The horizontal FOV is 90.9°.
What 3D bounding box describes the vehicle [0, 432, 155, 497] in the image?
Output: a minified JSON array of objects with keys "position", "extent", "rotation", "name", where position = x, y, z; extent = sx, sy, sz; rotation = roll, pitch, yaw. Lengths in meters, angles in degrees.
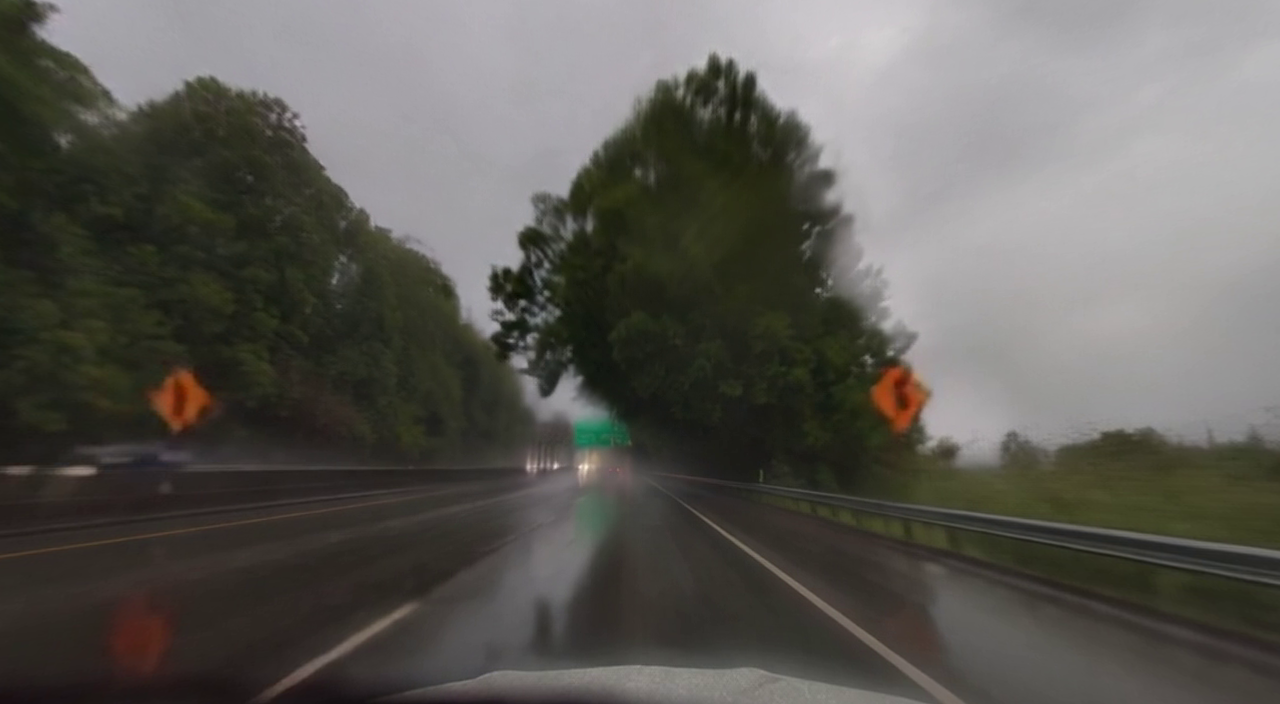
[{"position":[-16.527,3.219,18.068],"extent":[1.970,1.612,3.987],"rotation":[1,-10,0],"name":"vehicle"}]
